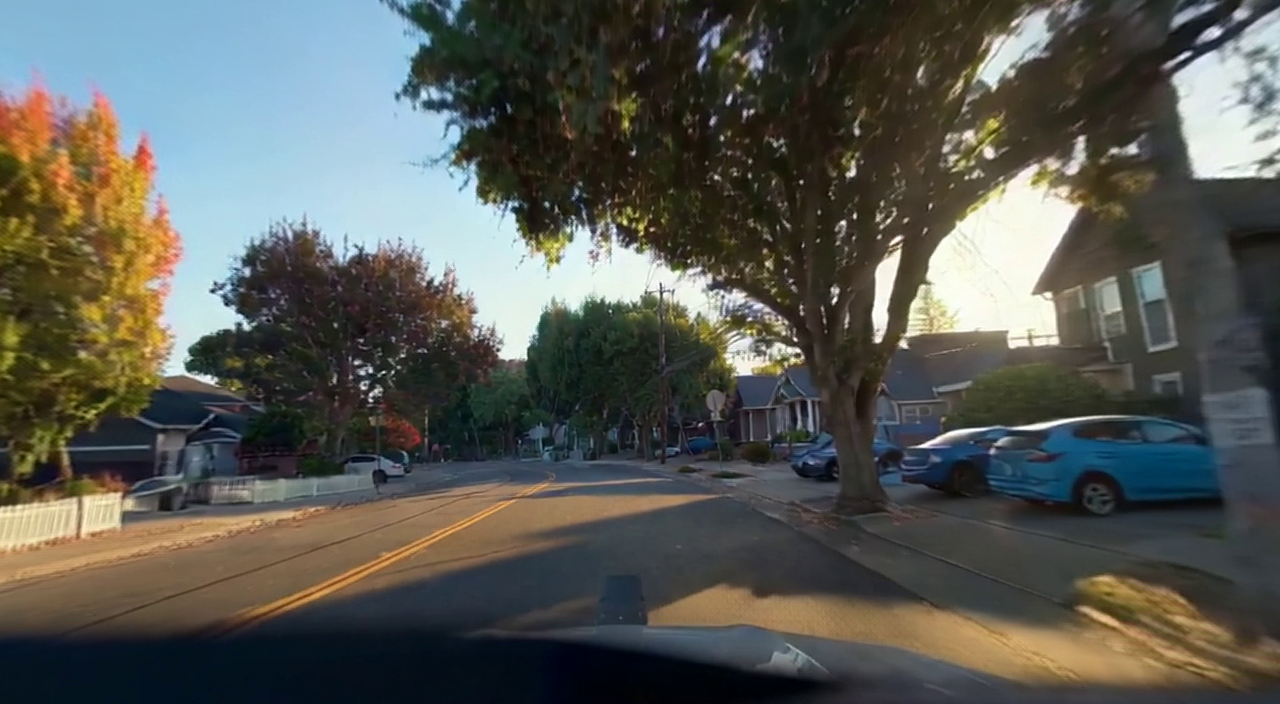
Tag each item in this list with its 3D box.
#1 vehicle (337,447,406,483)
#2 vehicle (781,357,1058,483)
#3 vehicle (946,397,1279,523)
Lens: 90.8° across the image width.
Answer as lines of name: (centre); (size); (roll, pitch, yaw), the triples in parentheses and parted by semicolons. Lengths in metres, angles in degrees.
vehicle: (-12.884, 5.421, 30.640); (2.390, 1.431, 4.253); (0, -7, -13)
vehicle: (8.290, 2.074, 19.241); (7.115, 3.010, 2.378); (-4, -8, -5)
vehicle: (7.566, 1.646, 9.921); (4.412, 1.565, 1.957); (-3, -8, 0)
